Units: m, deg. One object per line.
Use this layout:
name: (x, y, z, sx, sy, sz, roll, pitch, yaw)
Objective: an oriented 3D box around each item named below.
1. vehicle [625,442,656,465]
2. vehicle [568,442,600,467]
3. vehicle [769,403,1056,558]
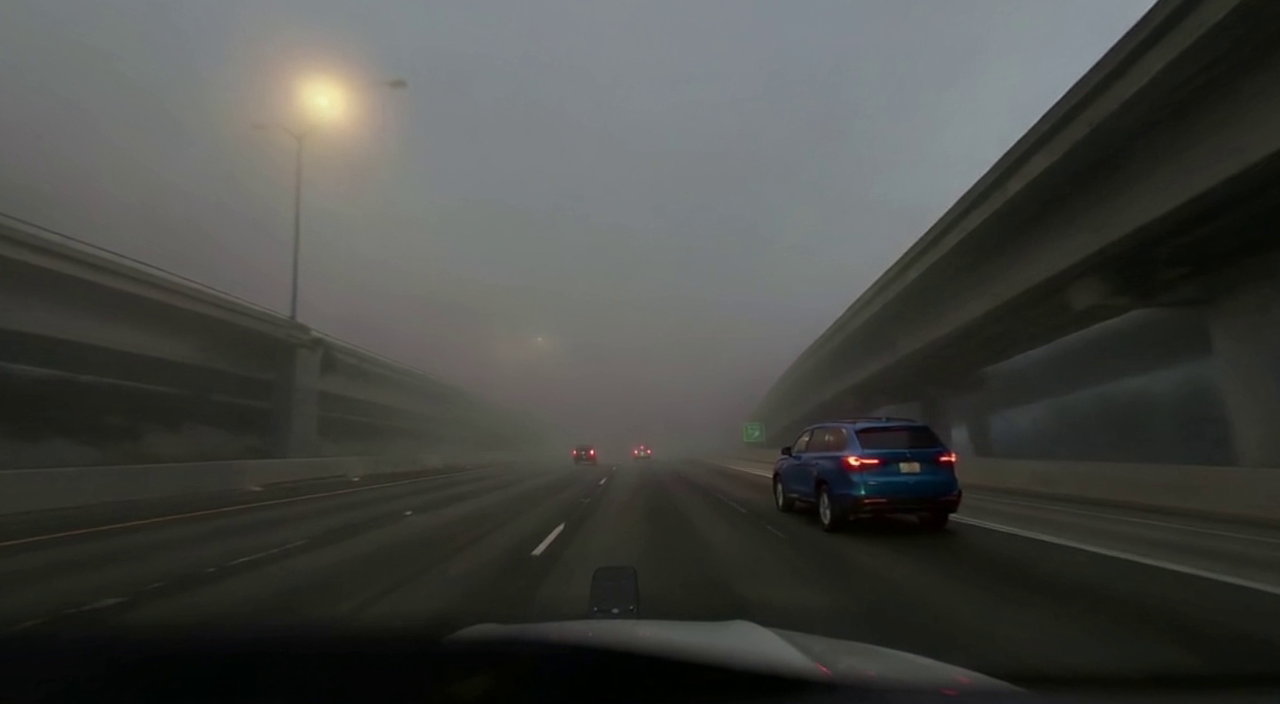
vehicle: (-0.011, 7.607, 47.399, 2.132, 1.657, 3.967, 0, -8, -2)
vehicle: (-3.948, 7.320, 45.370, 2.000, 1.646, 4.201, 0, -8, -1)
vehicle: (3.777, 1.890, 10.050, 2.288, 1.841, 4.779, 0, -8, -2)
